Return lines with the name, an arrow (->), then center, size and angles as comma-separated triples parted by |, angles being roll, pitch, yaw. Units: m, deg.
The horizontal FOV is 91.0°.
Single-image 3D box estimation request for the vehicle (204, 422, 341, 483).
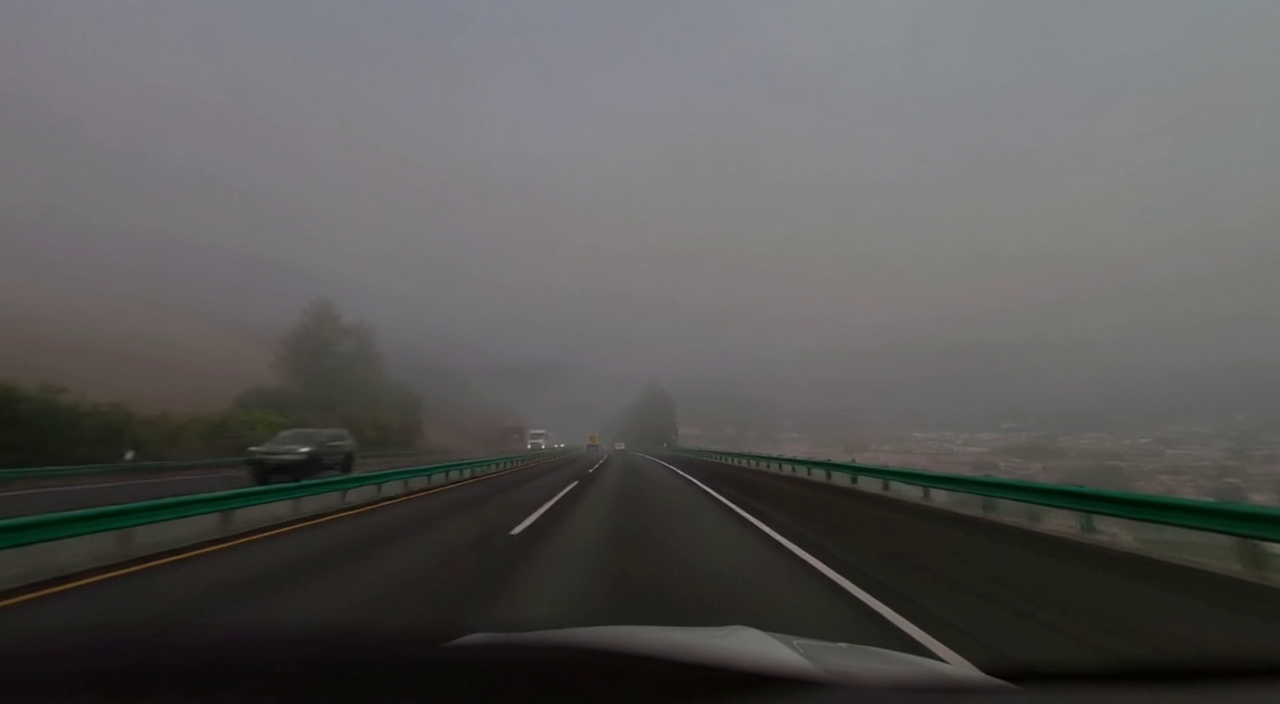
vehicle -> -13.920, 3.818, 24.327 | 2.162, 2.050, 5.301 | 0, -8, -1
